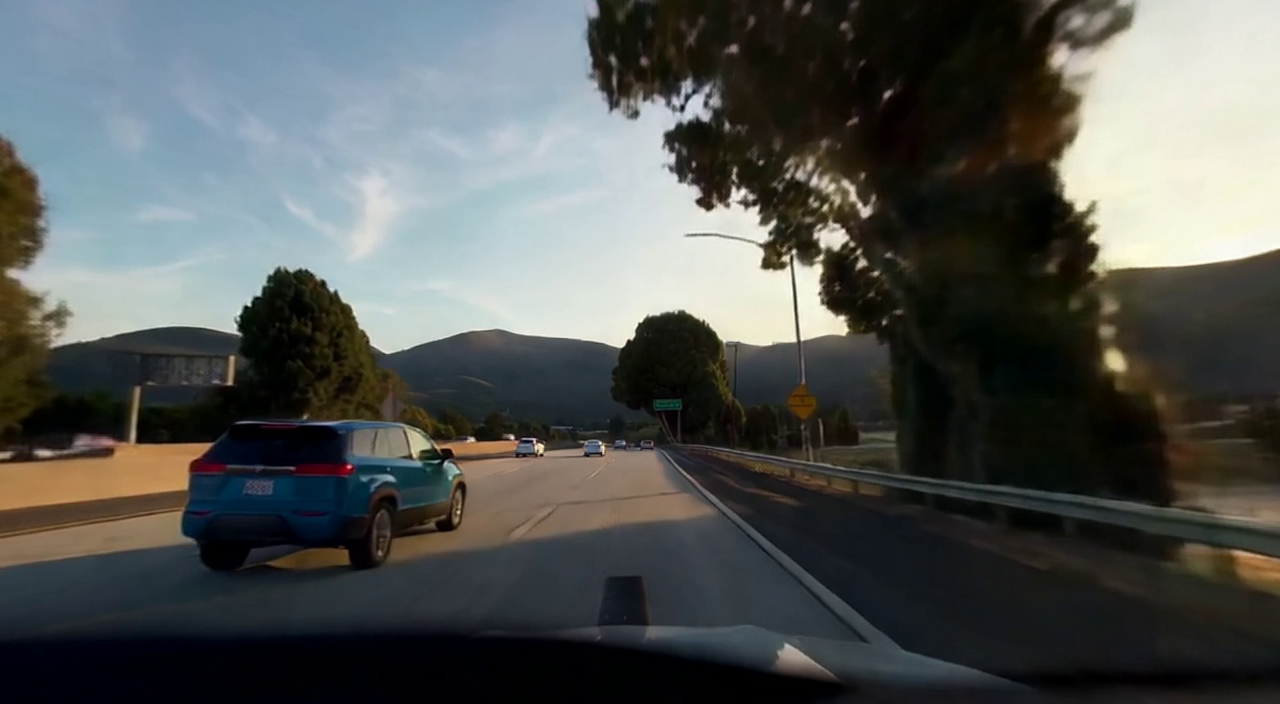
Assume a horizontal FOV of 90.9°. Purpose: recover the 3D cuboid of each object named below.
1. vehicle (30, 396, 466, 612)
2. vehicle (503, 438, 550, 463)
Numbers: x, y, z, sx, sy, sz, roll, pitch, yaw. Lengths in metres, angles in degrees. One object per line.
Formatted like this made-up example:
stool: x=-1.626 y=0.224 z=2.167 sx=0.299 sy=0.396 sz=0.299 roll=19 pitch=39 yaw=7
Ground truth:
vehicle: x=-3.770 y=1.538 z=7.333 sx=2.138 sy=1.718 sz=4.415 roll=0 pitch=-8 yaw=1
vehicle: x=-7.121 y=6.230 z=40.107 sx=1.963 sy=1.476 sz=4.739 roll=-1 pitch=-8 yaw=2
